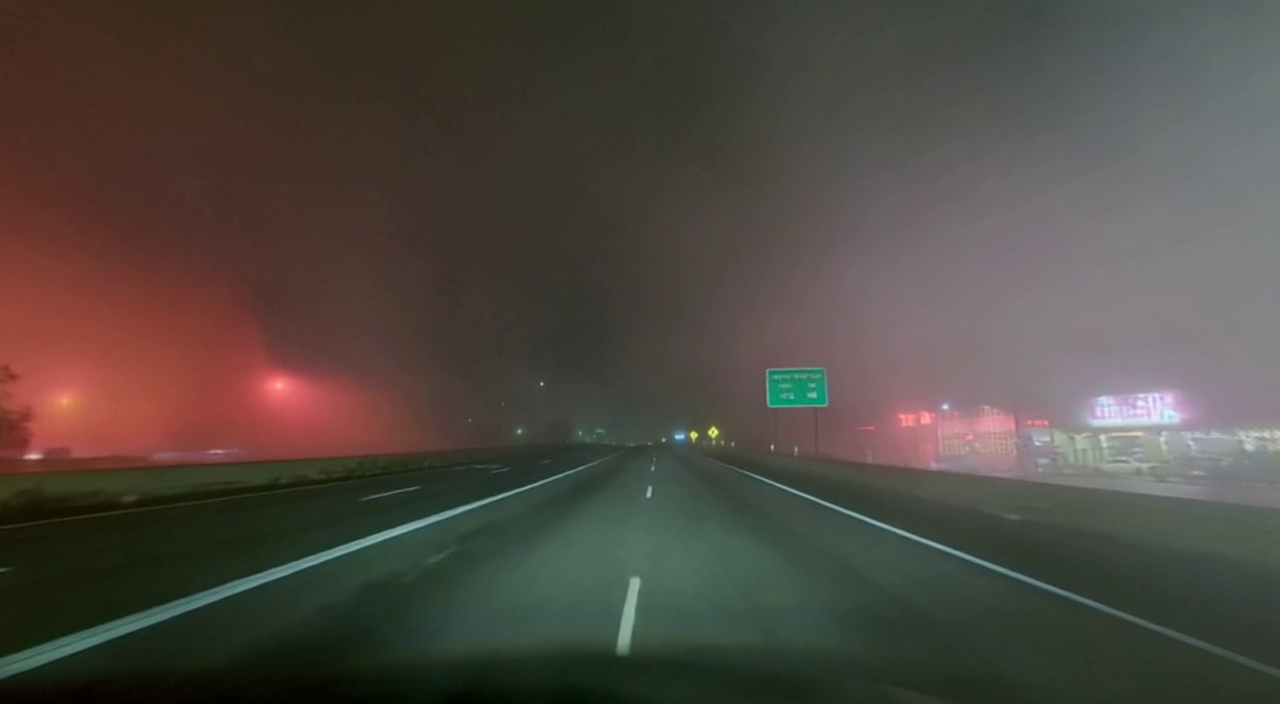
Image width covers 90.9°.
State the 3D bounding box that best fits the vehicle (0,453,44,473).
[{"bbox_3d":[-49.705,8.711,49.596,2.075,1.433,3.697,0,-8,-3],"label":"vehicle"}]
